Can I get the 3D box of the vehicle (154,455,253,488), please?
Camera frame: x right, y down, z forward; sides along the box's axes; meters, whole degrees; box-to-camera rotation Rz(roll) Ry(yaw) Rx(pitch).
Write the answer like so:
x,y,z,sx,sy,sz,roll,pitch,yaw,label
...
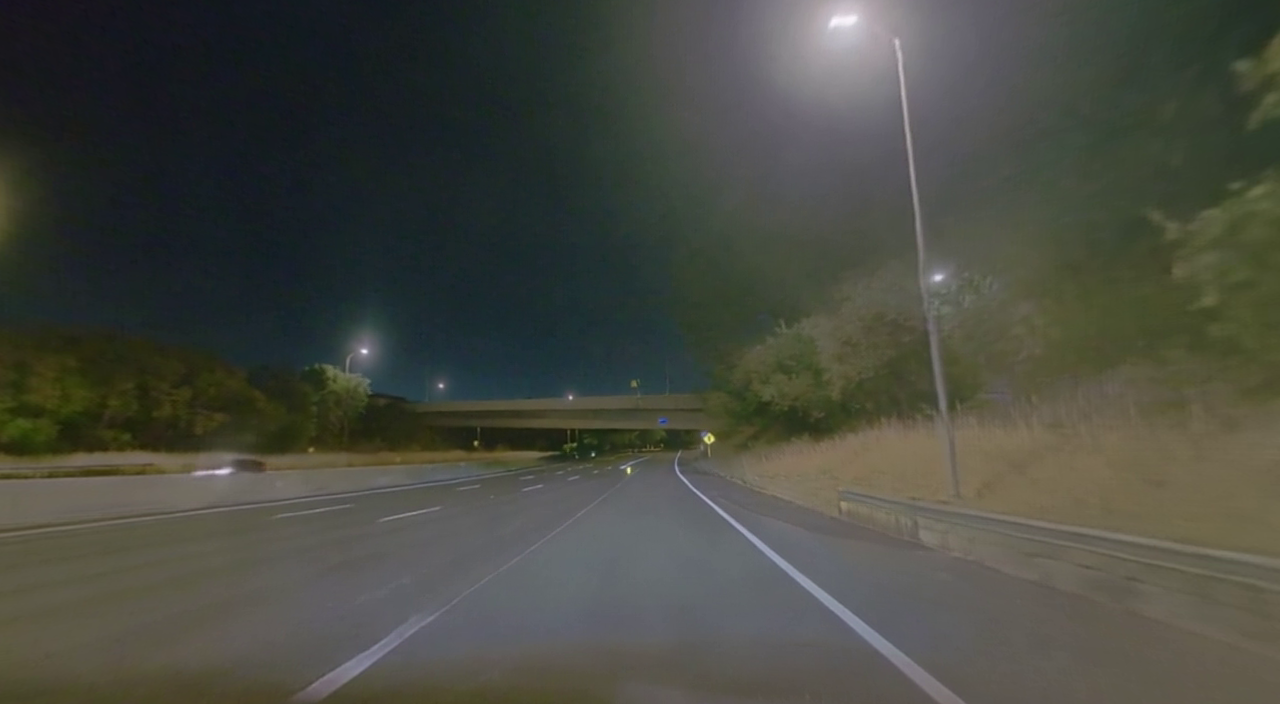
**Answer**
x,y,z,sx,sy,sz,roll,pitch,yaw,label
-20.823,5.693,30.295,1.937,1.405,3.675,-1,-9,4,vehicle
